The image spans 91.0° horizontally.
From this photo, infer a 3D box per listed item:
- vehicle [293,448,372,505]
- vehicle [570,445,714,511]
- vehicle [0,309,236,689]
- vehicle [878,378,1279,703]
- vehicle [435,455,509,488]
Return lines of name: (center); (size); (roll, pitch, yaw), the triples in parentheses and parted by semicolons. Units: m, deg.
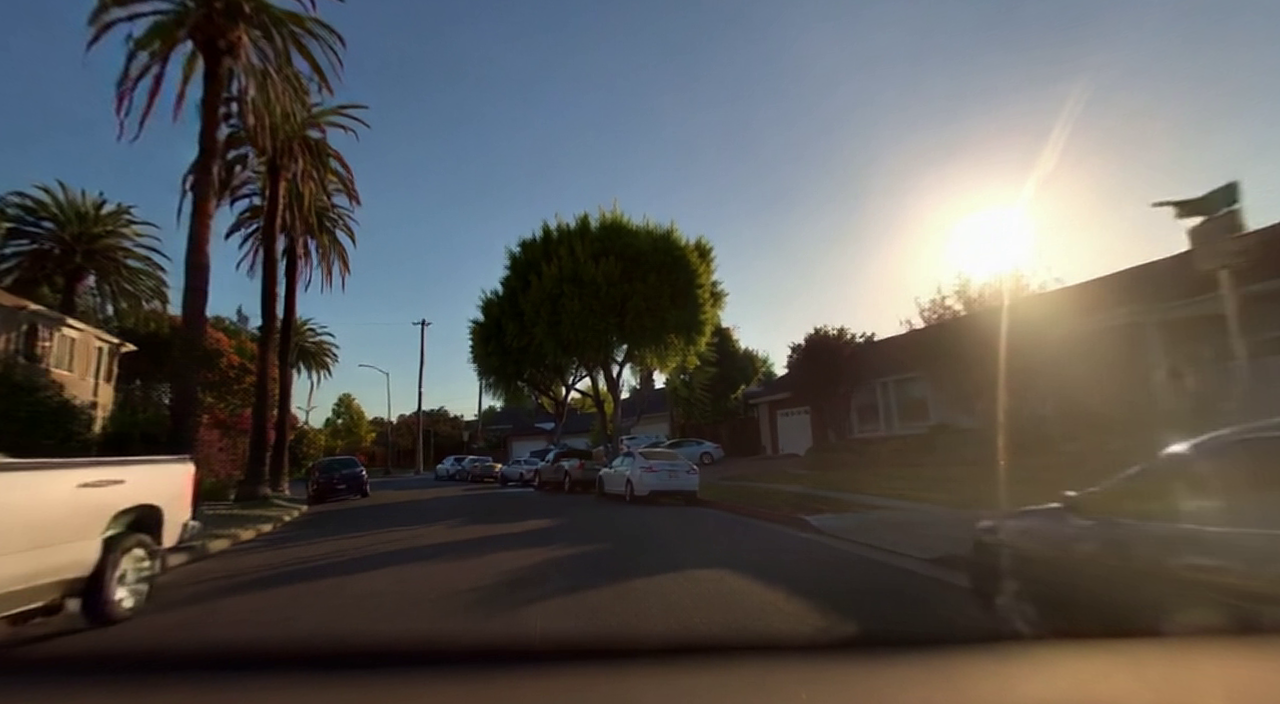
vehicle: (-12.120, 4.808, 24.636); (2.026, 1.816, 4.532); (1, -9, -36)
vehicle: (-0.152, 3.295, 17.197); (2.108, 1.503, 4.977); (3, -9, -23)
vehicle: (-5.014, 0.919, 3.277); (2.337, 2.289, 6.092); (-7, -8, -7)
vehicle: (2.872, 0.908, 2.327); (1.927, 1.522, 4.728); (0, -8, -3)
vehicle: (-8.963, 6.282, 33.400); (2.006, 1.484, 4.768); (7, -11, -38)
